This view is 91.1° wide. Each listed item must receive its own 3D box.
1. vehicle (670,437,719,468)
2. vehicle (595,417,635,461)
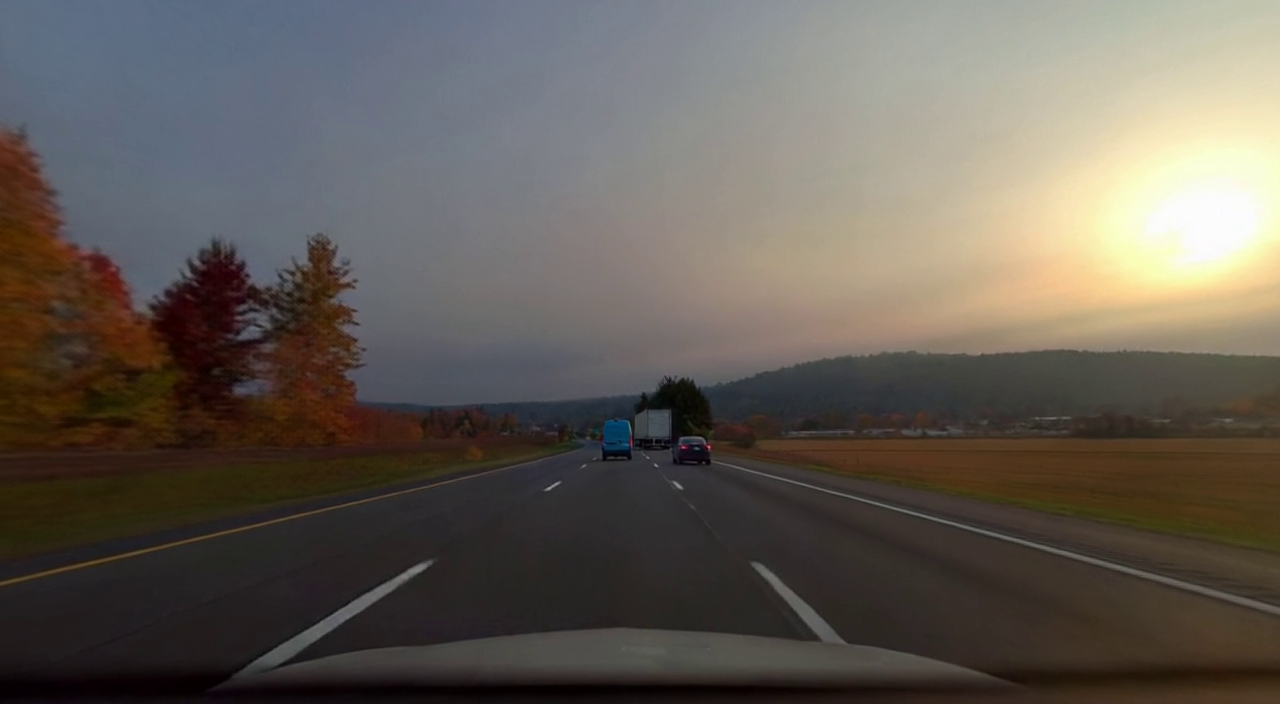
[{"bbox_3d":[2.744,5.130,32.460,1.962,1.508,4.363,0,-8,-3],"label":"vehicle"},{"bbox_3d":[-1.521,5.600,40.426,2.389,2.637,5.437,0,-8,-1],"label":"vehicle"}]
